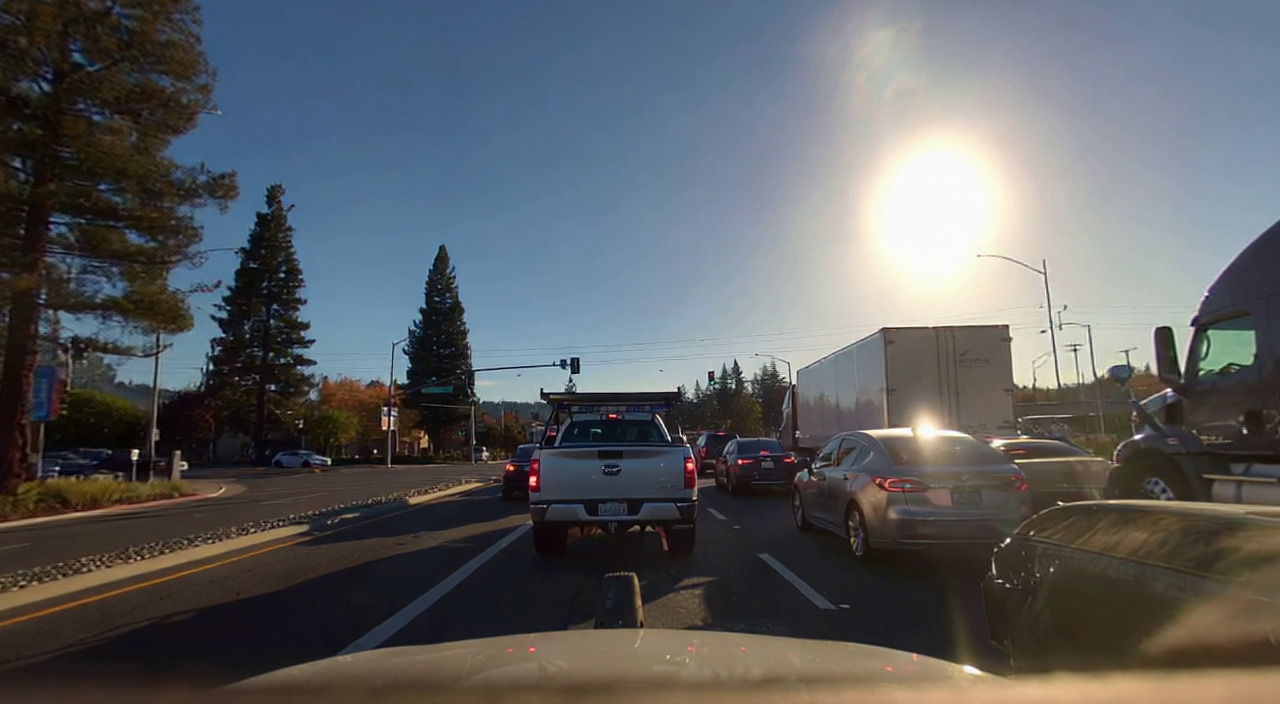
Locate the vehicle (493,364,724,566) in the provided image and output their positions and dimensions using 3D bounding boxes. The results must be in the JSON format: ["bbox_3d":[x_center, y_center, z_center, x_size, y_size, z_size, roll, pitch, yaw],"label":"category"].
[{"bbox_3d":[-0.362,1.606,9.514,2.499,2.183,5.111,0,-9,-1],"label":"vehicle"}]

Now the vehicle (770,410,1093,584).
[{"bbox_3d":[3.221,1.725,8.418,1.905,1.587,4.998,0,-9,0],"label":"vehicle"}]

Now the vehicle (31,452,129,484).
[{"bbox_3d":[-28.548,5.893,32.383,1.730,1.534,3.922,1,-9,-8],"label":"vehicle"}]

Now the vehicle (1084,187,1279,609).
[{"bbox_3d":[6.519,0.103,3.311,2.802,3.322,7.429,0,-9,-1],"label":"vehicle"}]

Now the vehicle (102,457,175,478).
[{"bbox_3d":[-38.166,8.781,48.123,4.150,1.474,1.826,-1,-9,6],"label":"vehicle"}]
